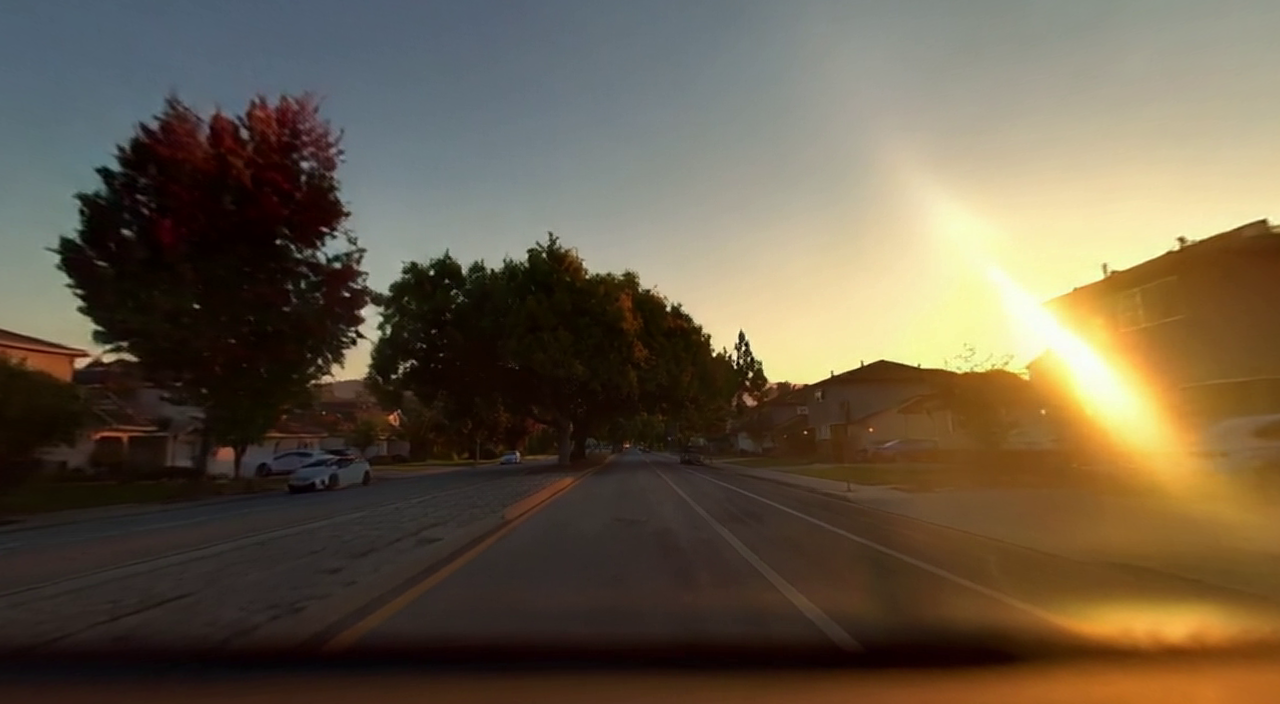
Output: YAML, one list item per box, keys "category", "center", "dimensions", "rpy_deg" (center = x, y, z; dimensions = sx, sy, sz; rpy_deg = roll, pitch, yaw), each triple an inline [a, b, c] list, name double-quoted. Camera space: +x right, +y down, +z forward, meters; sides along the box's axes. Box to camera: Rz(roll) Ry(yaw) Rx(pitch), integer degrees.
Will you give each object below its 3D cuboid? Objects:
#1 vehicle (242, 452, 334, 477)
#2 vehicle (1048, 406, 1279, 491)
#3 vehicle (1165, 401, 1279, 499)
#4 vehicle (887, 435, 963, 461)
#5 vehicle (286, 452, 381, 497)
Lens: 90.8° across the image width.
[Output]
- category: "vehicle"
  center: [-21.583, 6.902, 38.911]
  dimensions: [4.491, 1.467, 1.861]
  rpy_deg: [0, -8, -4]
- category: "vehicle"
  center: [13.147, 2.378, 15.665]
  dimensions: [4.594, 1.921, 2.021]
  rpy_deg: [0, -8, -2]
- category: "vehicle"
  center: [13.682, 1.923, 12.584]
  dimensions: [4.629, 1.770, 1.959]
  rpy_deg: [0, -8, -1]
- category: "vehicle"
  center: [18.086, 6.089, 40.228]
  dimensions: [3.858, 1.583, 1.931]
  rpy_deg: [0, -8, -1]
- category: "vehicle"
  center: [-12.898, 5.151, 26.925]
  dimensions: [1.936, 1.504, 4.456]
  rpy_deg: [-2, -7, -1]
